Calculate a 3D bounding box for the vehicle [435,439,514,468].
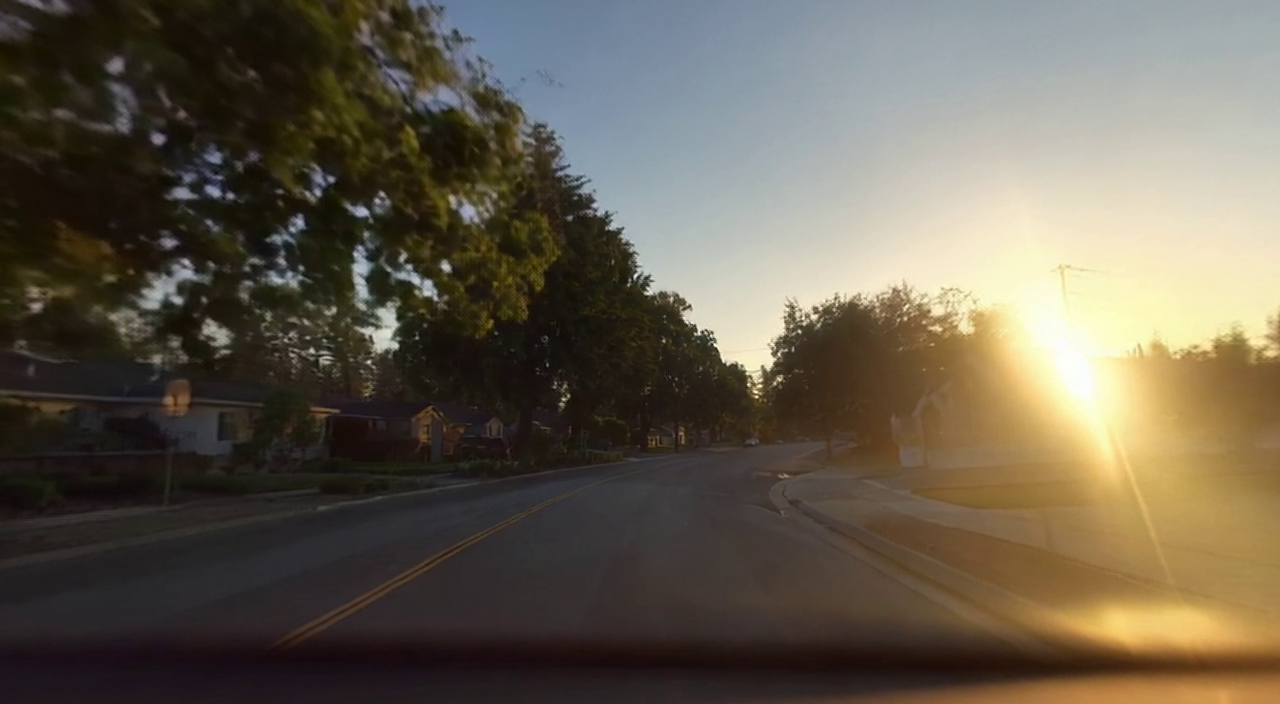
[{"bbox_3d":[-10.049,6.163,38.456,4.485,1.663,2.111,2,-9,-13],"label":"vehicle"}]
